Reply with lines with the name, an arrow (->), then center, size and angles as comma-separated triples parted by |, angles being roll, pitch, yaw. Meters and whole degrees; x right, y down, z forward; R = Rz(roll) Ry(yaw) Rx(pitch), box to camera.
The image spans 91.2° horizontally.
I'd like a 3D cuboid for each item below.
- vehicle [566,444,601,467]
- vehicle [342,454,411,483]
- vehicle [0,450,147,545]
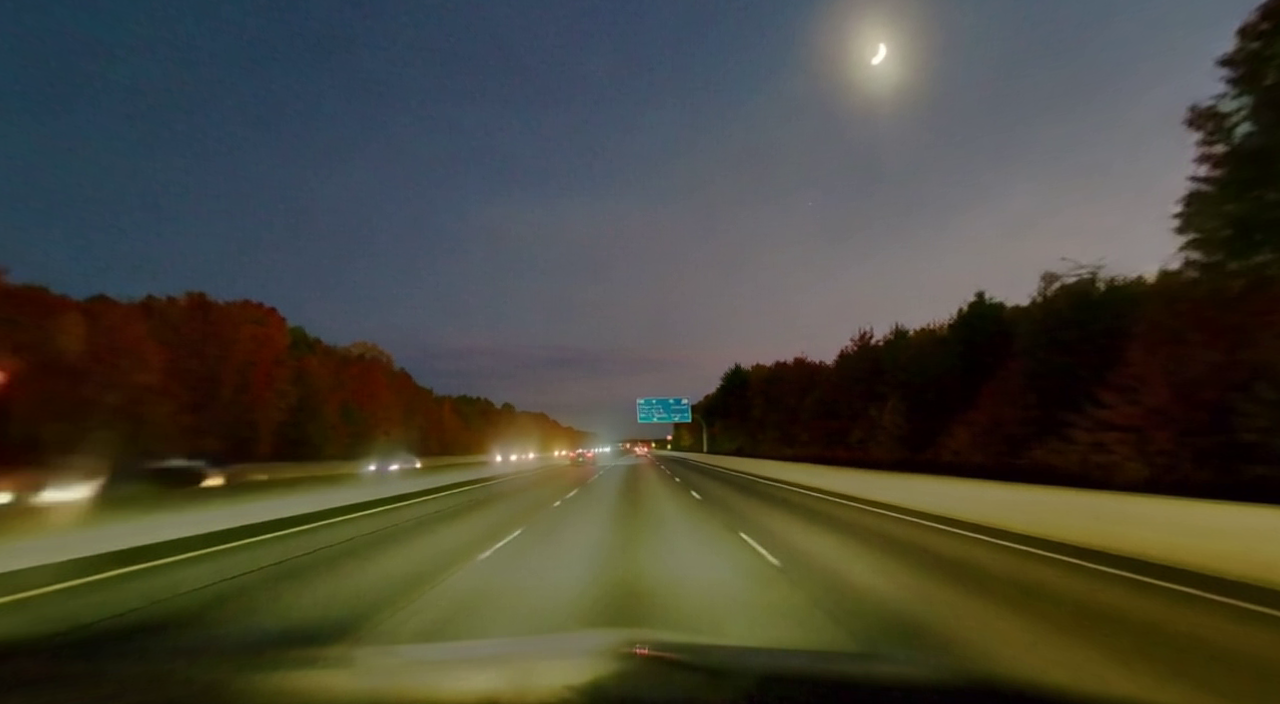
vehicle -> -4.071, 7.590, 45.986 | 2.153, 1.577, 4.707 | 0, -9, 0
vehicle -> -14.890, 6.562, 35.657 | 1.882, 1.484, 4.531 | -1, -9, 1
vehicle -> -11.229, 2.488, 10.969 | 1.859, 1.504, 4.035 | 0, -9, 0
